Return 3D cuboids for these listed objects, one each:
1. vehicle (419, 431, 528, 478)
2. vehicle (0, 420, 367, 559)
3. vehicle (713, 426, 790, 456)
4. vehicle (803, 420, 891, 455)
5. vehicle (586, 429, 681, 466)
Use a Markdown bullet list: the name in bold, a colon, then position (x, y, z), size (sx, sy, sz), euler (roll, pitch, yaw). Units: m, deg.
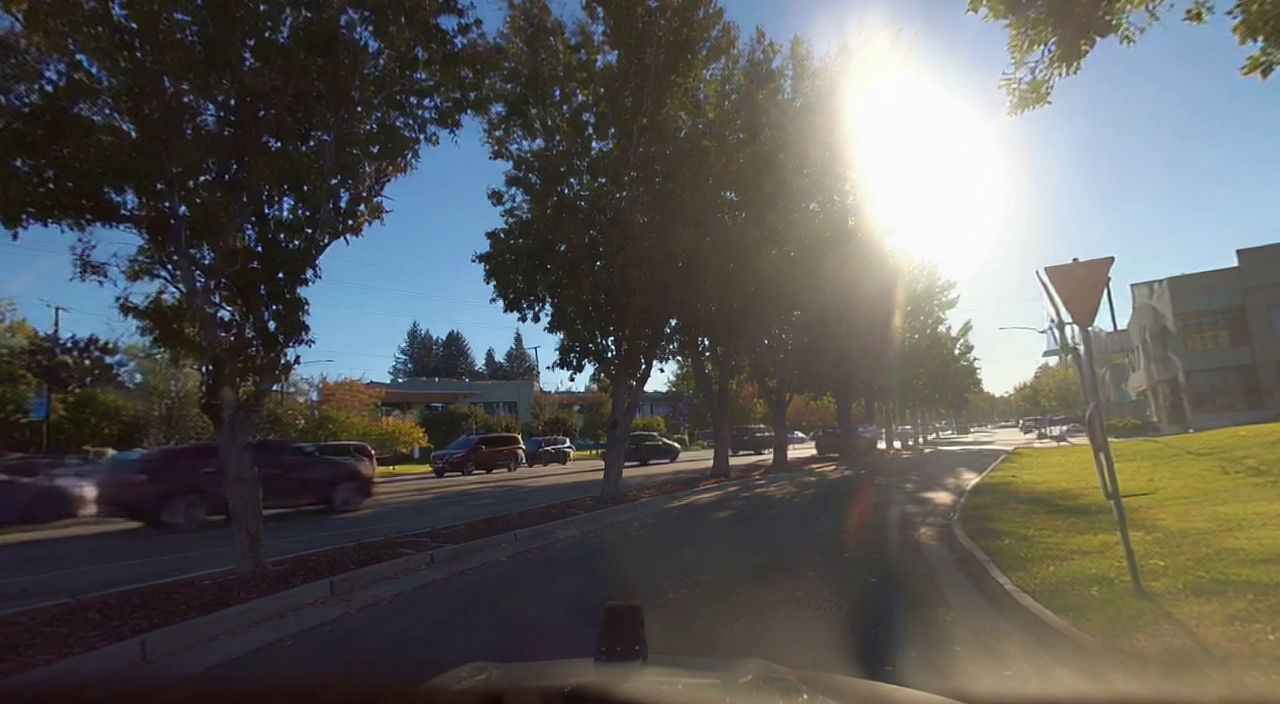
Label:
- **vehicle**: position (-8.265, 5.058, 31.728), size (2.134, 1.924, 4.911), euler (-7, -7, 41)
- **vehicle**: position (-7.861, 2.187, 11.144), size (1.954, 1.639, 5.229), euler (-9, -8, 39)
- **vehicle**: position (6.666, 5.285, 37.380), size (2.146, 1.555, 4.810), euler (-11, -14, 41)
- **vehicle**: position (10.652, 4.401, 32.235), size (2.201, 1.574, 5.060), euler (-11, -13, 42)
- **vehicle**: position (-0.268, 5.101, 34.045), size (2.313, 1.688, 5.015), euler (-10, -11, 40)
